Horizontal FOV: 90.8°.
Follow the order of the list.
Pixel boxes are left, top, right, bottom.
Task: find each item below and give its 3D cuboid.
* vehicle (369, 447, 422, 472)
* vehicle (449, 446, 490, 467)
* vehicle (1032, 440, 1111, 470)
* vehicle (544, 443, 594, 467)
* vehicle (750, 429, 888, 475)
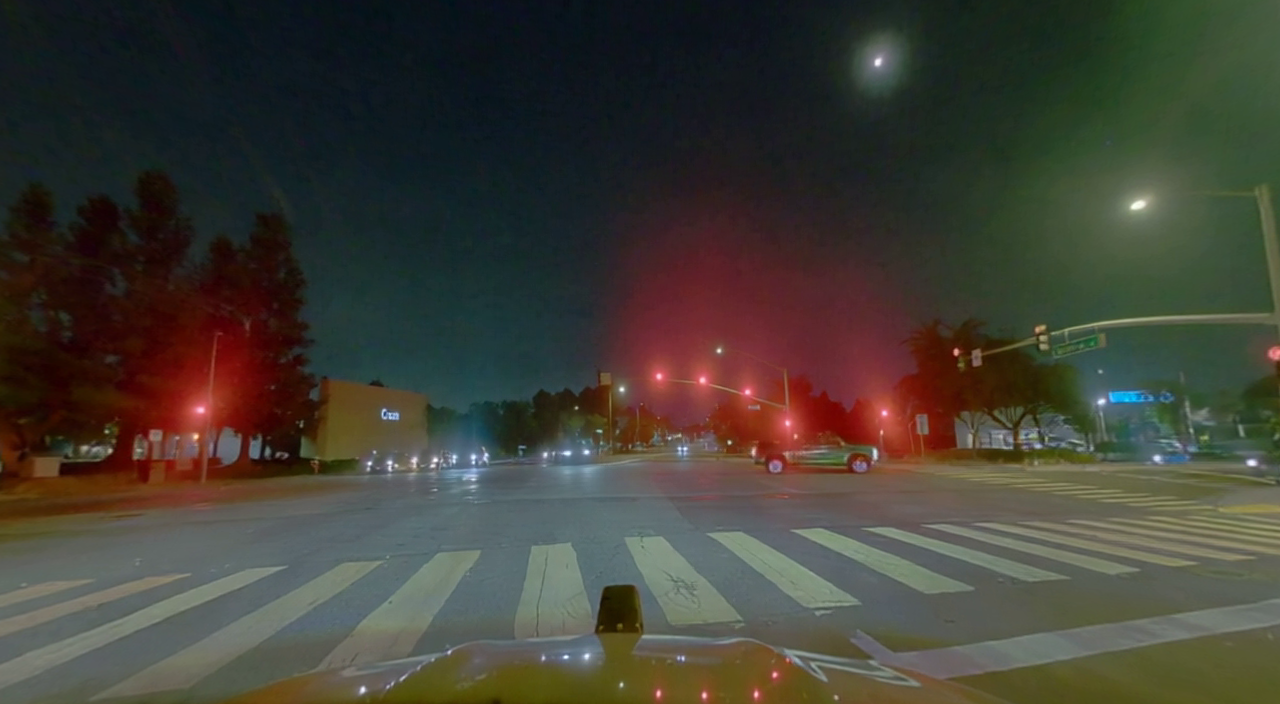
[{"bbox_3d":[-16.265,7.144,42.251,1.883,1.586,4.297,0,-9,0],"label":"vehicle"},{"bbox_3d":[-12.629,7.762,47.081,1.946,1.474,4.008,0,-9,0],"label":"vehicle"},{"bbox_3d":[26.347,6.267,38.561,4.541,1.731,2.007,5,-10,-28],"label":"vehicle"},{"bbox_3d":[-4.620,6.564,40.439,1.879,1.464,4.457,4,-9,-24],"label":"vehicle"},{"bbox_3d":[7.908,4.495,28.413,5.667,1.927,2.289,-2,-9,13],"label":"vehicle"}]
